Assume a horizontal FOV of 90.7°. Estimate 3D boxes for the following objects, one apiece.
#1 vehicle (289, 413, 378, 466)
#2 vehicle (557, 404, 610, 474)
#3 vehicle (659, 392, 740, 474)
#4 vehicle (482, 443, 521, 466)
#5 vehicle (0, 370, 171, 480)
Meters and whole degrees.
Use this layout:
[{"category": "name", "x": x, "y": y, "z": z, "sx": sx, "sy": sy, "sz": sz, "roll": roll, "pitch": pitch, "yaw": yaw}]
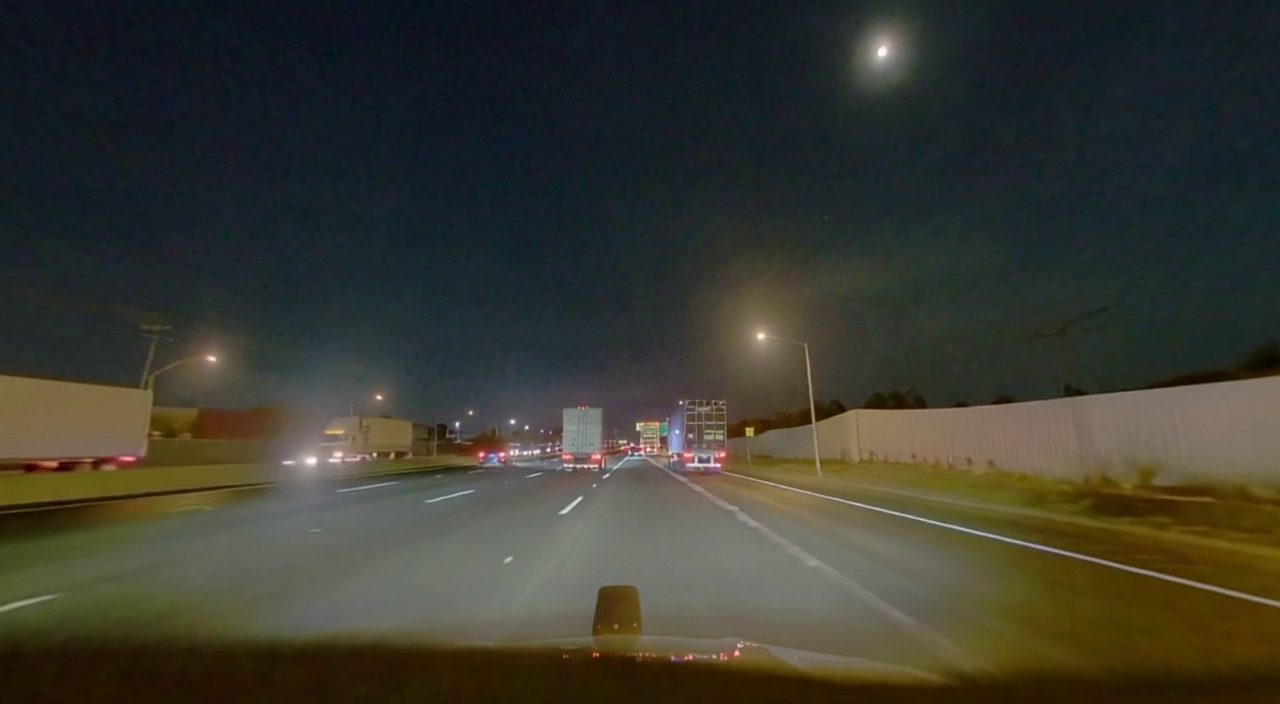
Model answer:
[{"category": "vehicle", "x": -23.427, "y": 6.803, "z": 48.973, "sx": 3.025, "sy": 3.725, "sz": 7.836, "roll": 0, "pitch": -9, "yaw": -1}, {"category": "vehicle", "x": -3.624, "y": 6.027, "z": 44.138, "sx": 2.848, "sy": 4.098, "sz": 13.421, "roll": 1, "pitch": -7, "yaw": -2}, {"category": "vehicle", "x": 3.198, "y": 5.097, "z": 39.464, "sx": 2.908, "sy": 3.898, "sz": 17.275, "roll": 2, "pitch": -8, "yaw": -1}, {"category": "vehicle", "x": -10.597, "y": 7.868, "z": 48.662, "sx": 2.132, "sy": 1.679, "sz": 4.045, "roll": 0, "pitch": -9, "yaw": -1}, {"category": "vehicle", "x": -23.433, "y": 2.694, "z": 22.933, "sx": 2.831, "sy": 3.746, "sz": 13.356, "roll": 0, "pitch": -9, "yaw": -1}]
